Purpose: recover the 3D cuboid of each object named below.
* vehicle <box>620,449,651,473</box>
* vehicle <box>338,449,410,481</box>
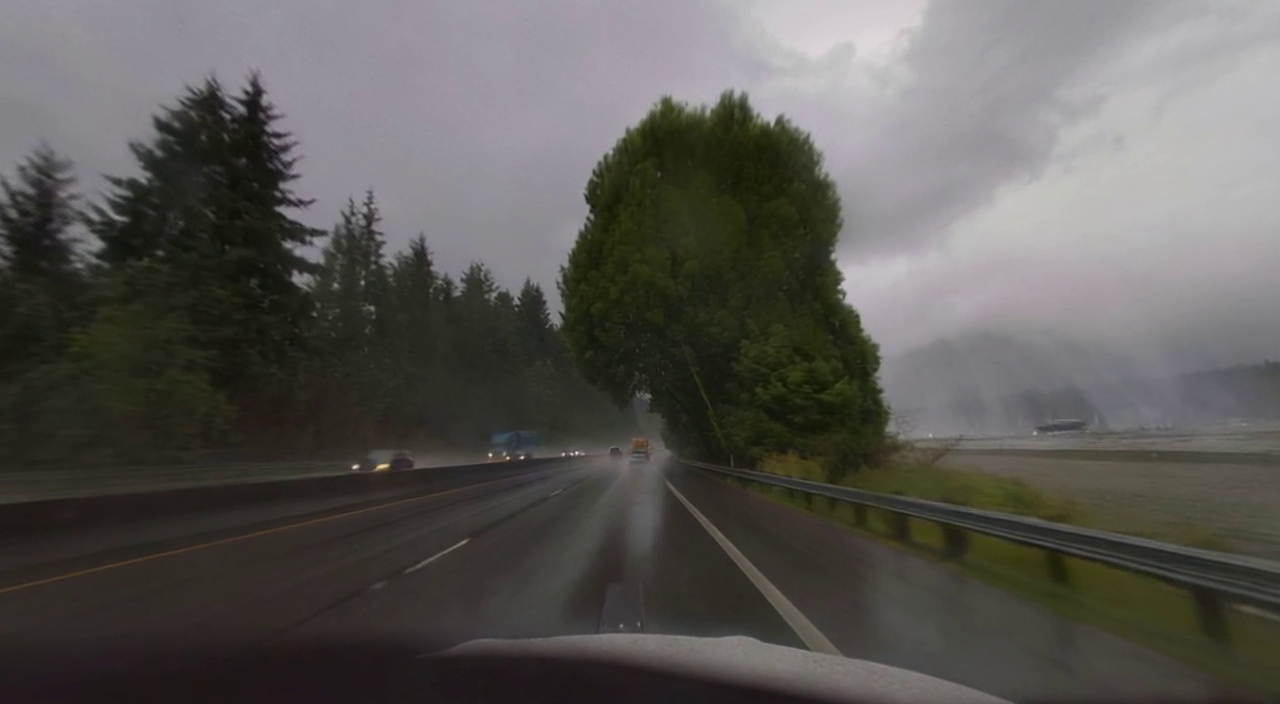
[{"bbox_3d":[-0.298,6.765,39.328,1.853,1.436,3.438,0,-9,-1],"label":"vehicle"},{"bbox_3d":[-12.557,5.347,30.074,1.810,1.424,3.661,0,-9,0],"label":"vehicle"}]
